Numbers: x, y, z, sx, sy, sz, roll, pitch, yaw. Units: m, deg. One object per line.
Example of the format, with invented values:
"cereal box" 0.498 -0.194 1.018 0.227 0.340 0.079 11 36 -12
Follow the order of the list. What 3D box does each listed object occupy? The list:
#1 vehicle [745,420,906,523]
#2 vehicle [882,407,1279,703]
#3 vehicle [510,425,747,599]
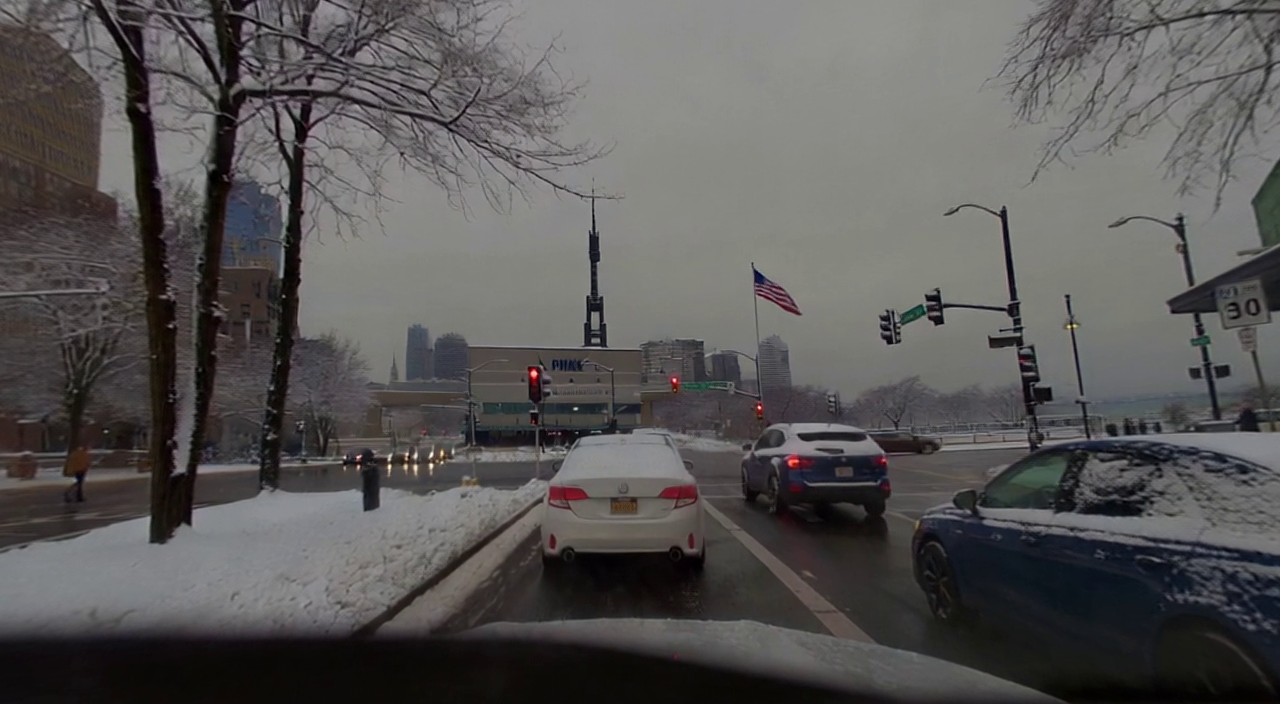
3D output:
"vehicle" 3.539 2.381 13.108 1.978 1.738 4.599 0 -8 1
"vehicle" 3.374 1.203 4.148 1.833 1.465 4.258 0 -8 -1
"vehicle" -0.116 1.699 7.546 2.096 1.521 3.747 0 -8 0
